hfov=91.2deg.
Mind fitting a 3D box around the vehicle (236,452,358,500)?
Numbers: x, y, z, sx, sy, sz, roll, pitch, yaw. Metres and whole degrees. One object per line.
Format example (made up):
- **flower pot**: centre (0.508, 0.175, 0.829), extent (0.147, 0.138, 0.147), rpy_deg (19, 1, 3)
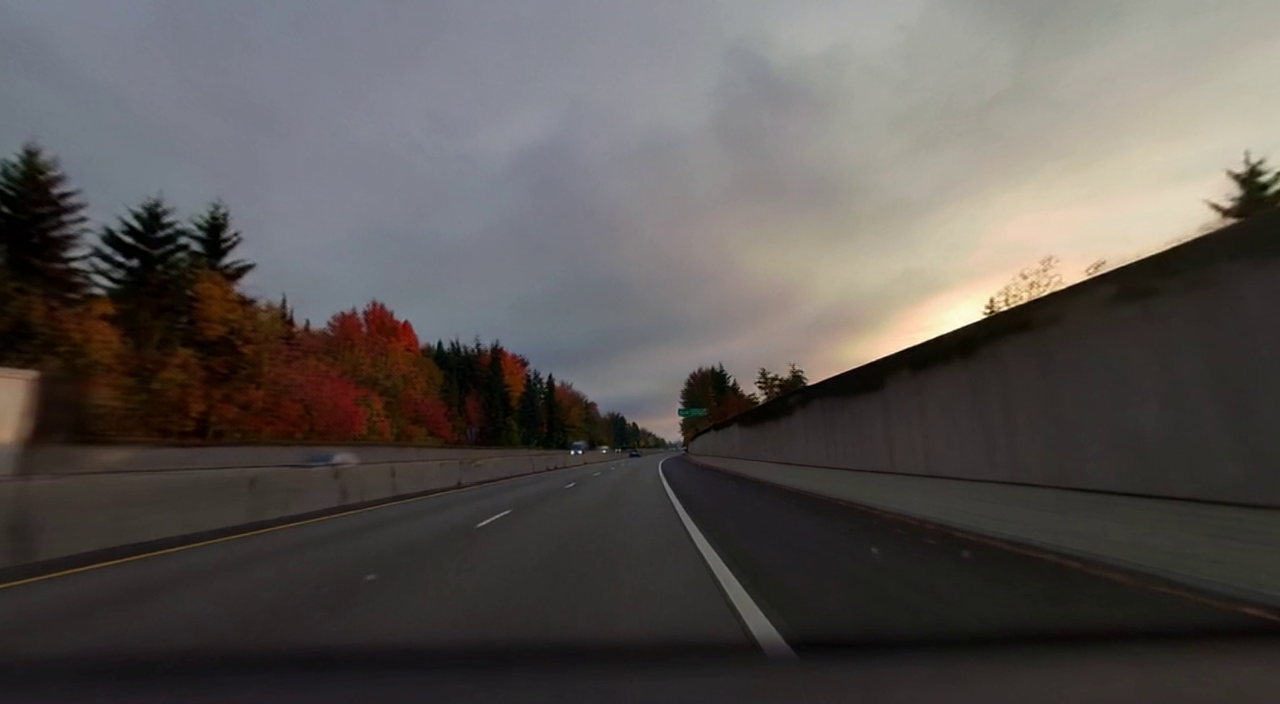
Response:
- **vehicle**: centre (-12.842, 4.646, 23.887), extent (1.976, 1.564, 4.707), rpy_deg (-1, -9, 1)
